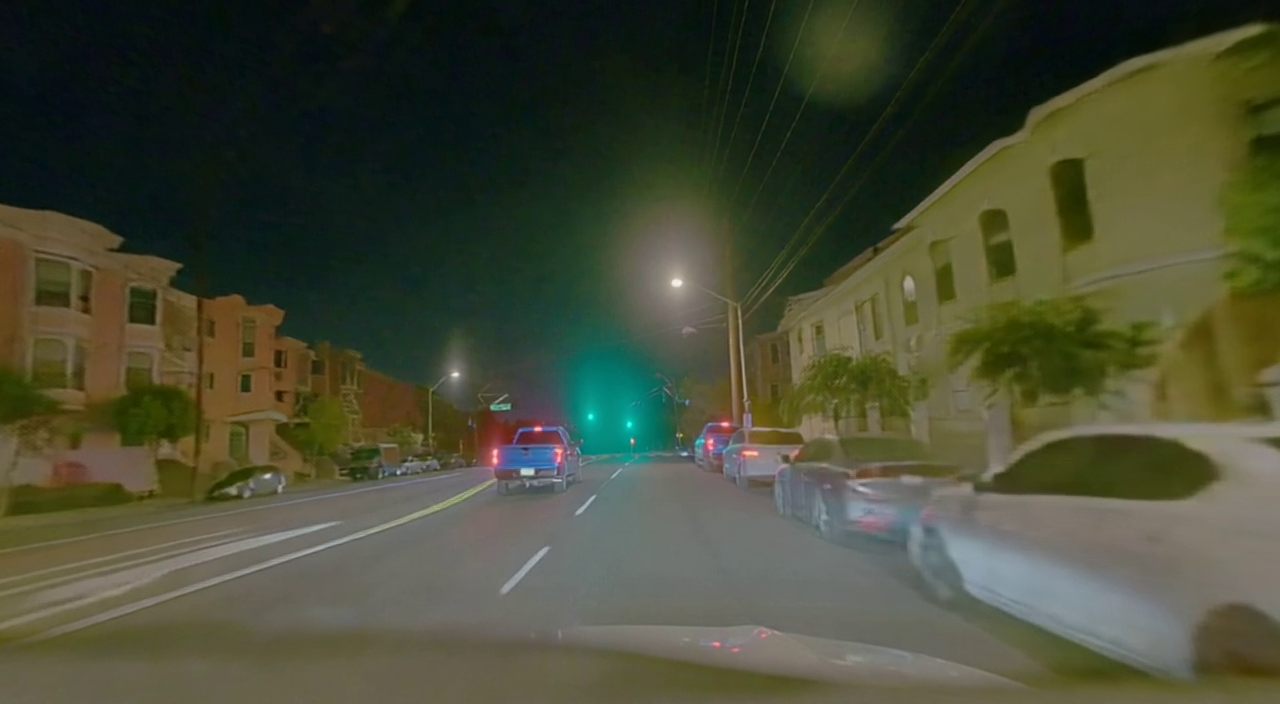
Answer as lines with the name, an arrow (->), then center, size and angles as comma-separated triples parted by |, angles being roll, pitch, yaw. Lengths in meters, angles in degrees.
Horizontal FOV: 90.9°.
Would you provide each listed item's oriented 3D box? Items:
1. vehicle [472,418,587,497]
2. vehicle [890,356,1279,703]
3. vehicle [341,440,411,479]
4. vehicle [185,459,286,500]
vehicle -> -2.944, 2.968, 18.167 | 2.242, 1.890, 5.306 | -1, -8, 2
vehicle -> 3.146, 0.919, 2.989 | 1.924, 1.575, 4.869 | -1, -8, 0
vehicle -> -18.885, 7.674, 45.457 | 2.159, 2.586, 5.899 | -2, -8, 3
vehicle -> -18.700, 5.866, 29.389 | 1.908, 1.614, 4.092 | -1, -8, 1
